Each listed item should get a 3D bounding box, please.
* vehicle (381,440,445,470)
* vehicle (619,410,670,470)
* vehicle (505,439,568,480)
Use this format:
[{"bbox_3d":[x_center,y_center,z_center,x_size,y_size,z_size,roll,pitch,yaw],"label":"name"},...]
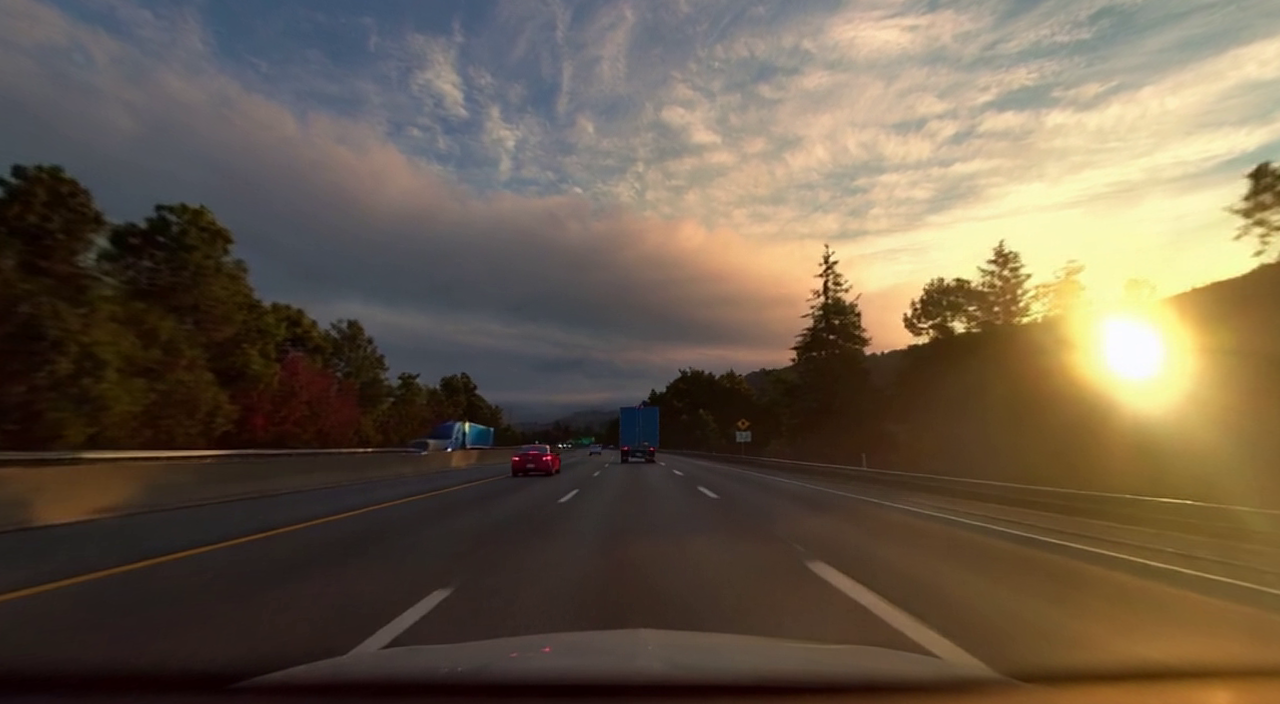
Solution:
[{"bbox_3d":[-12.818,5.841,35.956,2.053,1.578,4.456,0,-9,-1],"label":"vehicle"},{"bbox_3d":[0.110,6.059,42.904,2.893,3.628,9.081,1,-9,-3],"label":"vehicle"},{"bbox_3d":[-4.306,4.540,26.883,1.977,1.602,3.944,0,-9,0],"label":"vehicle"}]
